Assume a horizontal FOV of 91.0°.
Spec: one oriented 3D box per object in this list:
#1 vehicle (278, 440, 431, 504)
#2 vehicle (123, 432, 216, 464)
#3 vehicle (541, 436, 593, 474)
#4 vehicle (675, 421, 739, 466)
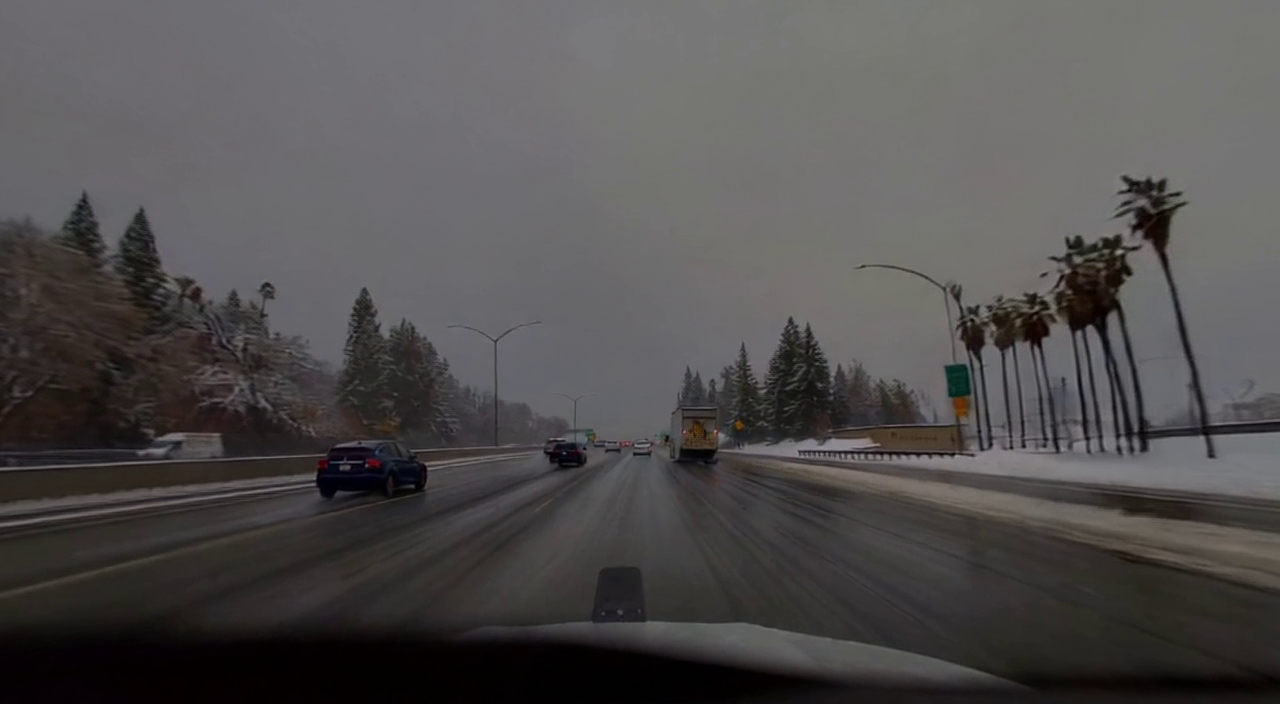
[{"bbox_3d":[-7.455,3.163,17.034,2.050,1.487,4.372,0,-9,0],"label":"vehicle"},{"bbox_3d":[-35.778,7.356,48.146,2.513,2.308,5.702,0,-9,2],"label":"vehicle"},{"bbox_3d":[-3.488,5.034,30.909,2.017,1.683,4.094,0,-9,0],"label":"vehicle"},{"bbox_3d":[4.278,6.447,44.048,2.891,2.596,15.534,0,-9,0],"label":"vehicle"}]
